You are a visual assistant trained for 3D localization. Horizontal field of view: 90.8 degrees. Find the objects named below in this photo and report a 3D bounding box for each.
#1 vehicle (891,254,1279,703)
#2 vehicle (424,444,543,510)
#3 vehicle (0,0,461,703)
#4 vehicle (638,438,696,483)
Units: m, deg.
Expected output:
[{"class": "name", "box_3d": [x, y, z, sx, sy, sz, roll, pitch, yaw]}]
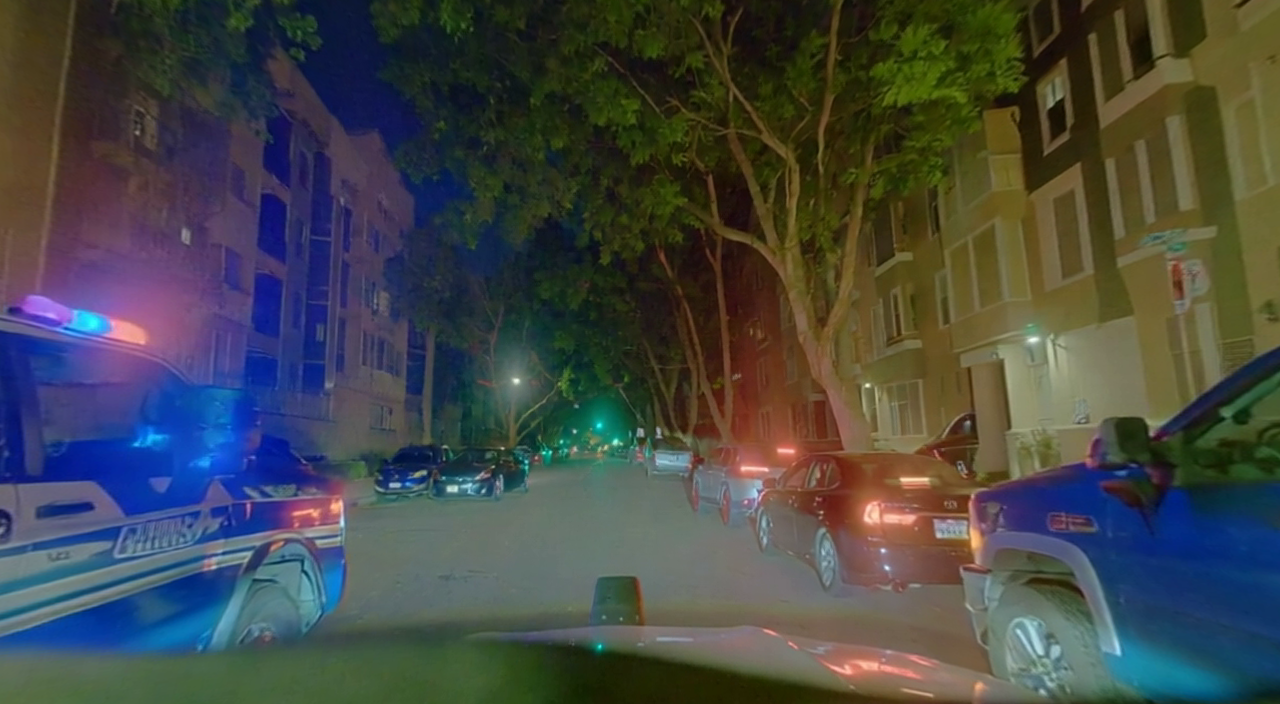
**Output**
[{"class": "vehicle", "box_3d": [2.669, 0.534, 0.580, 2.369, 1.761, 5.836, 0, -8, -1]}, {"class": "vehicle", "box_3d": [-3.982, 3.230, 16.936, 1.966, 1.515, 4.394, 0, -8, 1]}, {"class": "vehicle", "box_3d": [-2.657, 0.204, 1.326, 2.705, 2.859, 6.875, 0, -8, -2]}, {"class": "vehicle", "box_3d": [1.026, 4.425, 26.034, 1.878, 1.664, 4.033, 1, -8, -5]}]
